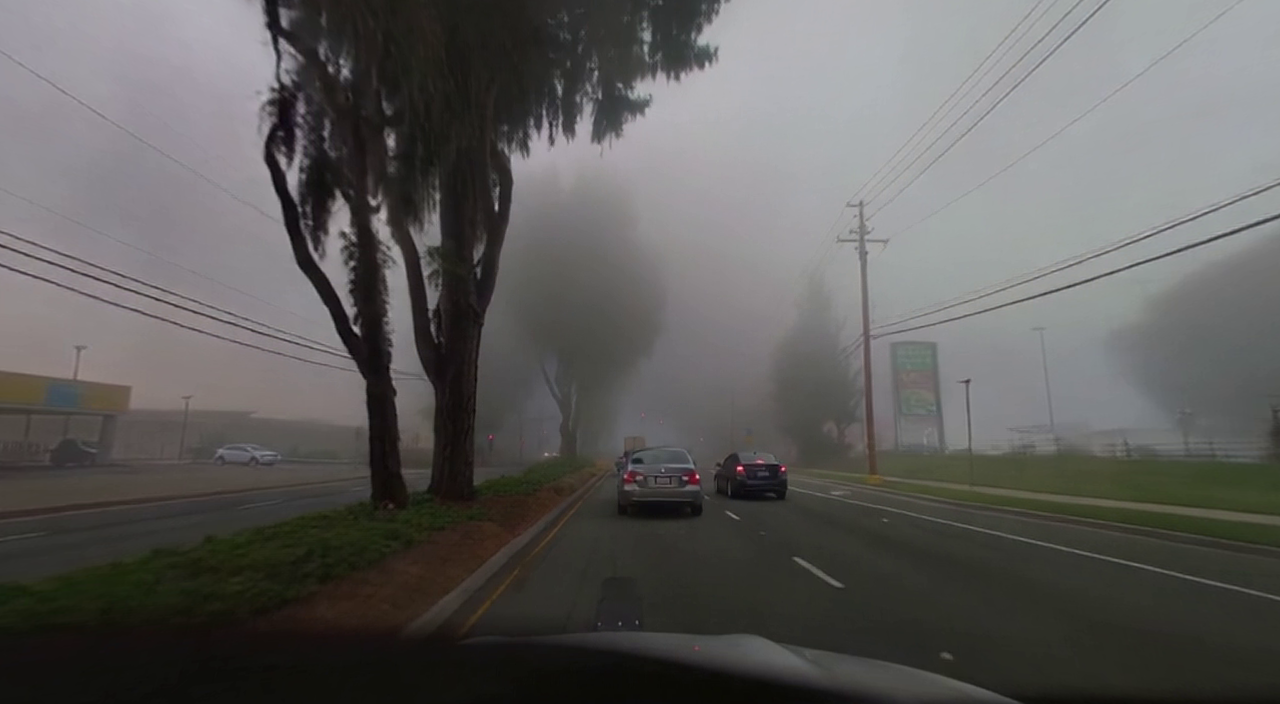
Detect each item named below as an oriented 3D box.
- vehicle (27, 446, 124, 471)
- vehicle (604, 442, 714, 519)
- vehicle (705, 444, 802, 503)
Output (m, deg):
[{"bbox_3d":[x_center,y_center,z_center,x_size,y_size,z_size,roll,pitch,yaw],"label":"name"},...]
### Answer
[{"bbox_3d":[-38.802,7.298,43.386,1.804,1.478,4.485,-4,-8,25],"label":"vehicle"},{"bbox_3d":[0.302,2.814,14.344,2.144,1.473,4.028,1,-8,-2],"label":"vehicle"},{"bbox_3d":[3.134,3.436,18.283,1.985,1.489,4.036,0,-8,-1],"label":"vehicle"}]
